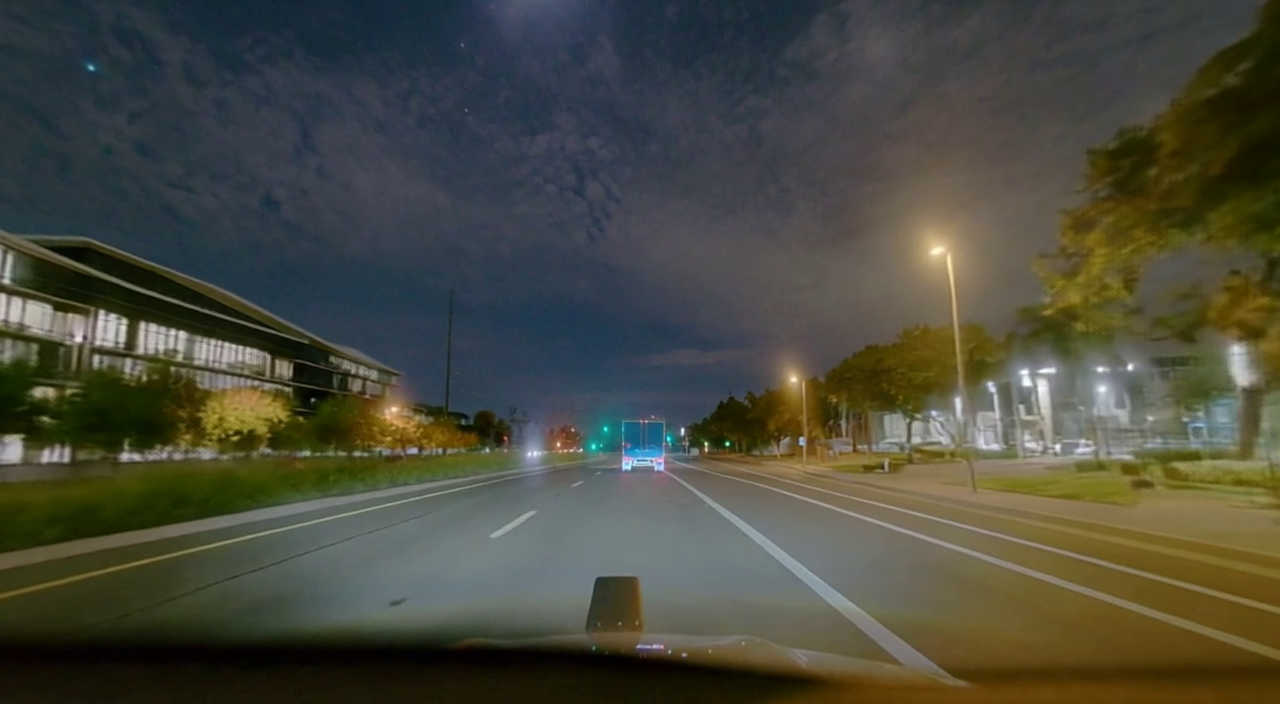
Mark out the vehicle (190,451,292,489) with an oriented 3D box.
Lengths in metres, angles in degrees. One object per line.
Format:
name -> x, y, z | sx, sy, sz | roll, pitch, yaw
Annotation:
vehicle -> -19.327, 5.698, 30.884 | 1.930, 1.633, 4.622 | 0, -8, 0

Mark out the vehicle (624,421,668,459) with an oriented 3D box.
vehicle -> 0.266, 4.717, 33.667 | 2.178, 1.829, 4.932 | 0, -8, -1
